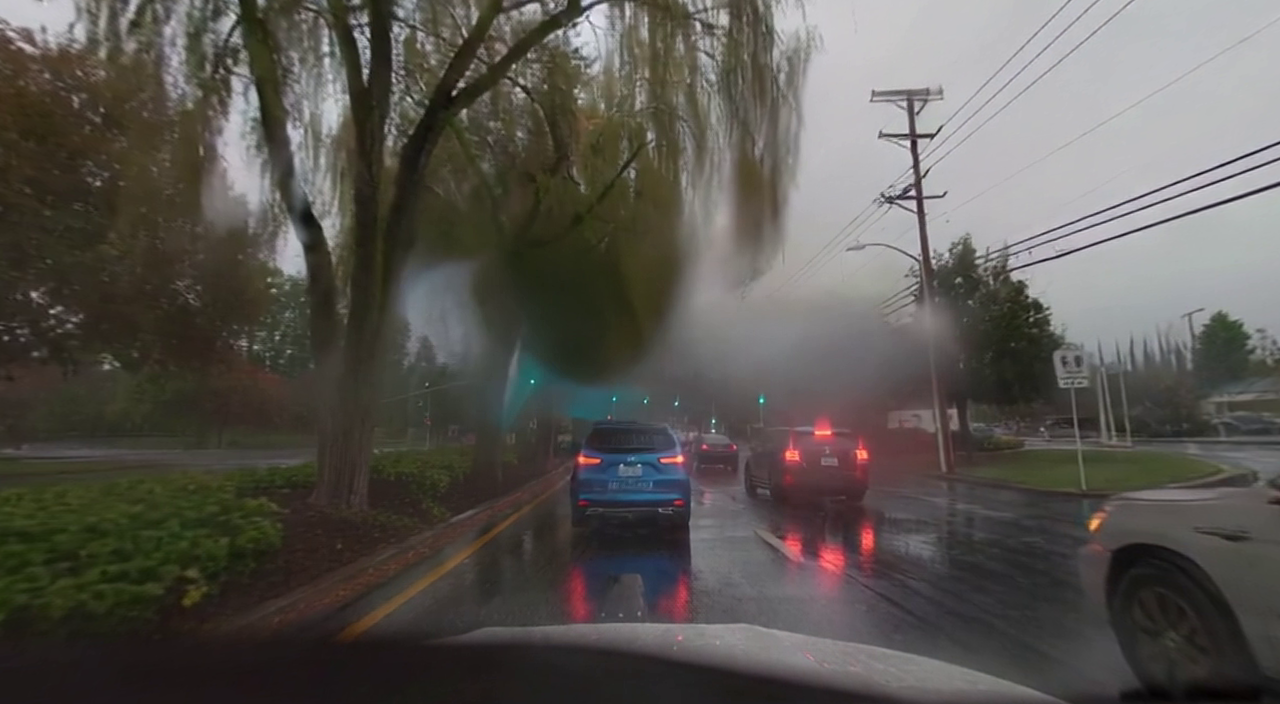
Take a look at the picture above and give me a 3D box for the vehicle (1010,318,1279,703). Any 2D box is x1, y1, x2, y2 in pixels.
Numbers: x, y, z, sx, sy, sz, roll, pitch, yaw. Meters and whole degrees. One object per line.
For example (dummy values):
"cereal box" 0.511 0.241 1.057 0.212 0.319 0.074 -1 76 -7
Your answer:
"vehicle" 3.819 0.681 1.962 2.254 1.840 4.918 0 -8 -1

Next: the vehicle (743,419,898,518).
"vehicle" 3.373 2.249 12.622 1.923 1.653 3.703 0 -8 -1

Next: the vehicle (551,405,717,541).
"vehicle" -0.117 1.873 10.363 2.163 1.746 4.073 0 -8 -1
